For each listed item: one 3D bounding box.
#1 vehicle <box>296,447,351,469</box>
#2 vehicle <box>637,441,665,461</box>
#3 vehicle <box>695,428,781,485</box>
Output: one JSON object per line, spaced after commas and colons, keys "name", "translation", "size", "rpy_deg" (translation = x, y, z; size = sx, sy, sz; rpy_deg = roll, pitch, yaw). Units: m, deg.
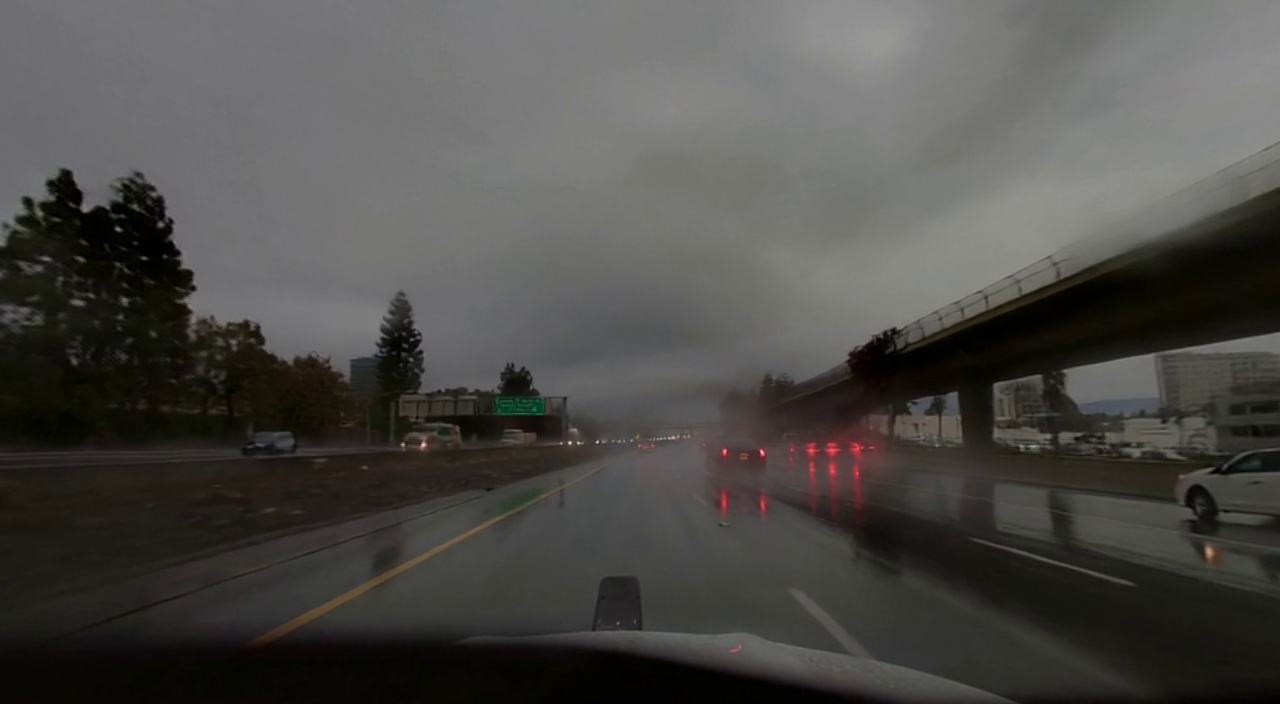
{"name": "vehicle", "translation": [-23.164, 7.748, 46.437], "size": [1.750, 1.472, 4.460], "rpy_deg": [0, -9, -1]}
{"name": "vehicle", "translation": [0.859, 7.691, 49.023], "size": [2.046, 1.475, 3.784], "rpy_deg": [0, -8, 1]}
{"name": "vehicle", "translation": [3.309, 3.659, 22.445], "size": [2.226, 1.779, 4.835], "rpy_deg": [0, -9, -1]}
